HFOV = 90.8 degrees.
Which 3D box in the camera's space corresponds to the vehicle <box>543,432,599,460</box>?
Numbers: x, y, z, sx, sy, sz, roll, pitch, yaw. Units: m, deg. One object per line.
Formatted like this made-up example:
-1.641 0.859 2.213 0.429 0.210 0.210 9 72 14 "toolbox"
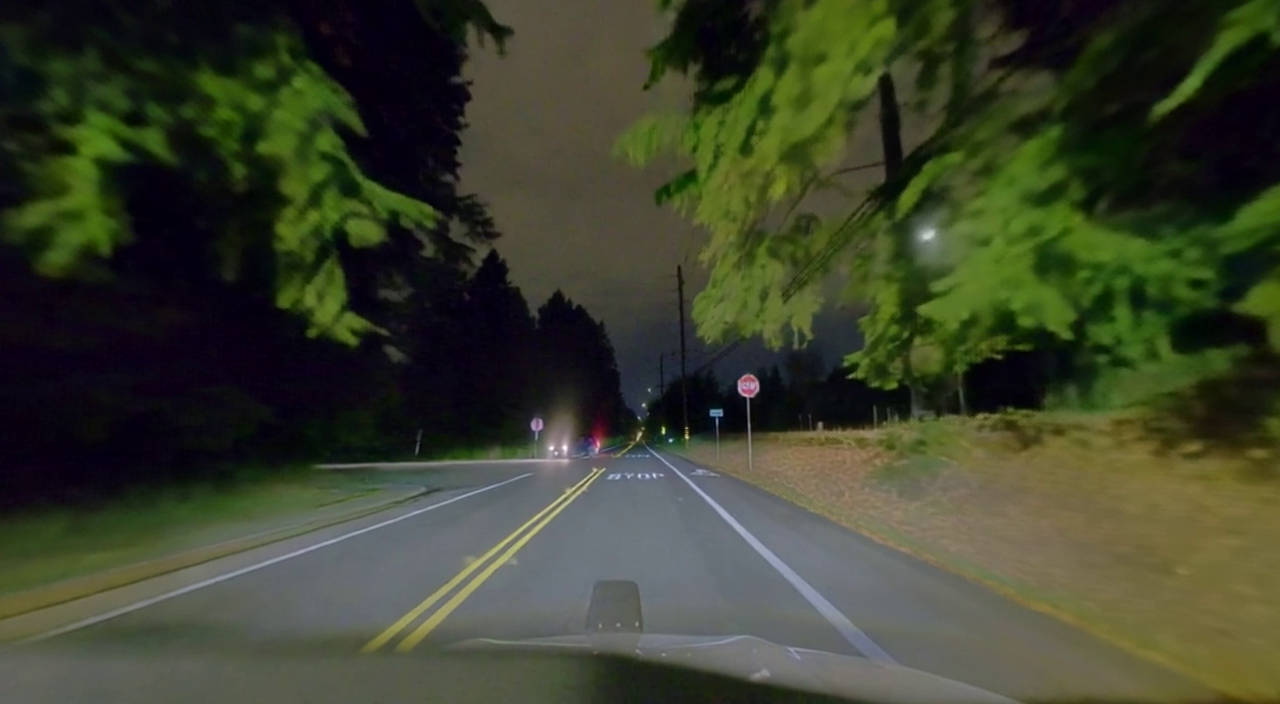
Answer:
-5.107 7.117 47.641 2.348 1.973 5.020 -3 -9 17 "vehicle"
